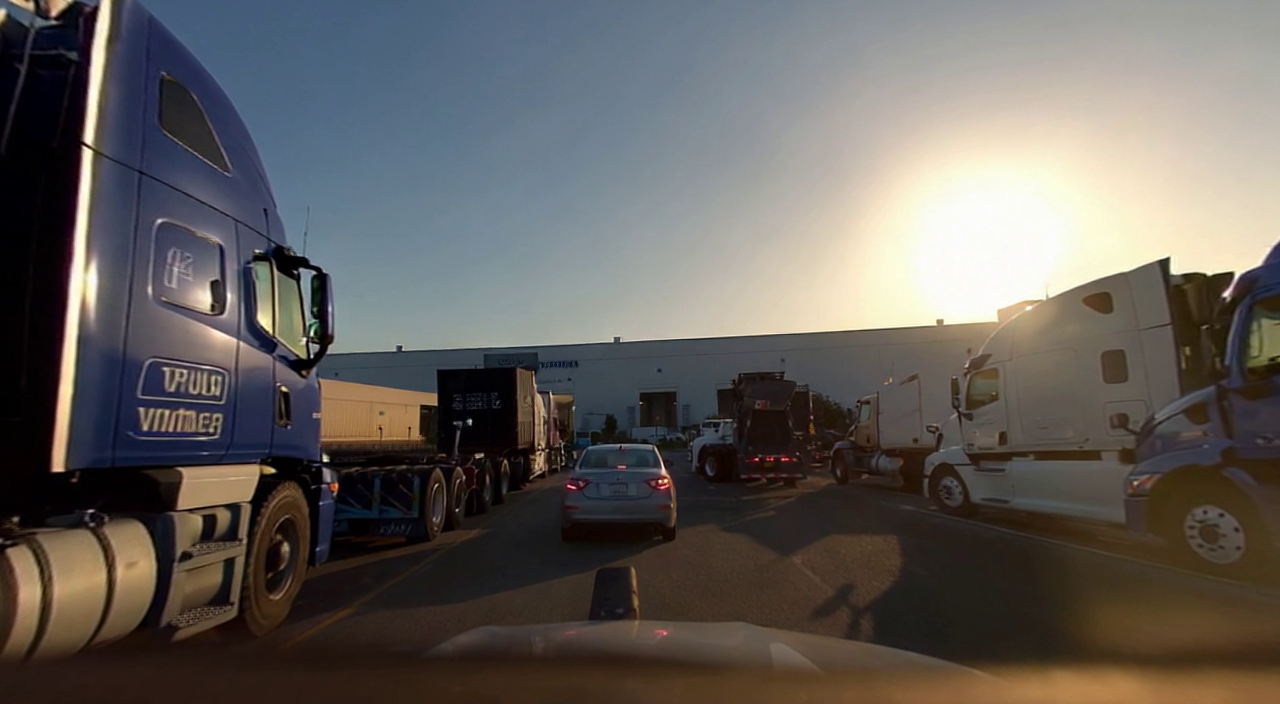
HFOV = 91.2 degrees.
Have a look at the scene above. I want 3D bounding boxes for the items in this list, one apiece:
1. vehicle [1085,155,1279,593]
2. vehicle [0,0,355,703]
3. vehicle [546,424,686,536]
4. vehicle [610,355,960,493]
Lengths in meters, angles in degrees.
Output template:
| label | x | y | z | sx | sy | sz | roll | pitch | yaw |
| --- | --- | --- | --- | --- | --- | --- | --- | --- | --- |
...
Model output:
| label | x | y | z | sx | sy | sz | roll | pitch | yaw |
| --- | --- | --- | --- | --- | --- | --- | --- | --- | --- |
| vehicle | 11.165 | -0.299 | 3.465 | 13.564 | 4.152 | 3.110 | -9 | -12 | 42 |
| vehicle | -3.963 | -0.149 | 0.874 | 2.986 | 3.391 | 9.523 | 0 | -9 | -2 |
| vehicle | -0.401 | 2.280 | 11.678 | 2.140 | 1.682 | 3.971 | 0 | -9 | -1 |
| vehicle | 4.498 | 3.108 | 25.158 | 2.877 | 4.124 | 14.516 | 4 | -10 | -41 |
